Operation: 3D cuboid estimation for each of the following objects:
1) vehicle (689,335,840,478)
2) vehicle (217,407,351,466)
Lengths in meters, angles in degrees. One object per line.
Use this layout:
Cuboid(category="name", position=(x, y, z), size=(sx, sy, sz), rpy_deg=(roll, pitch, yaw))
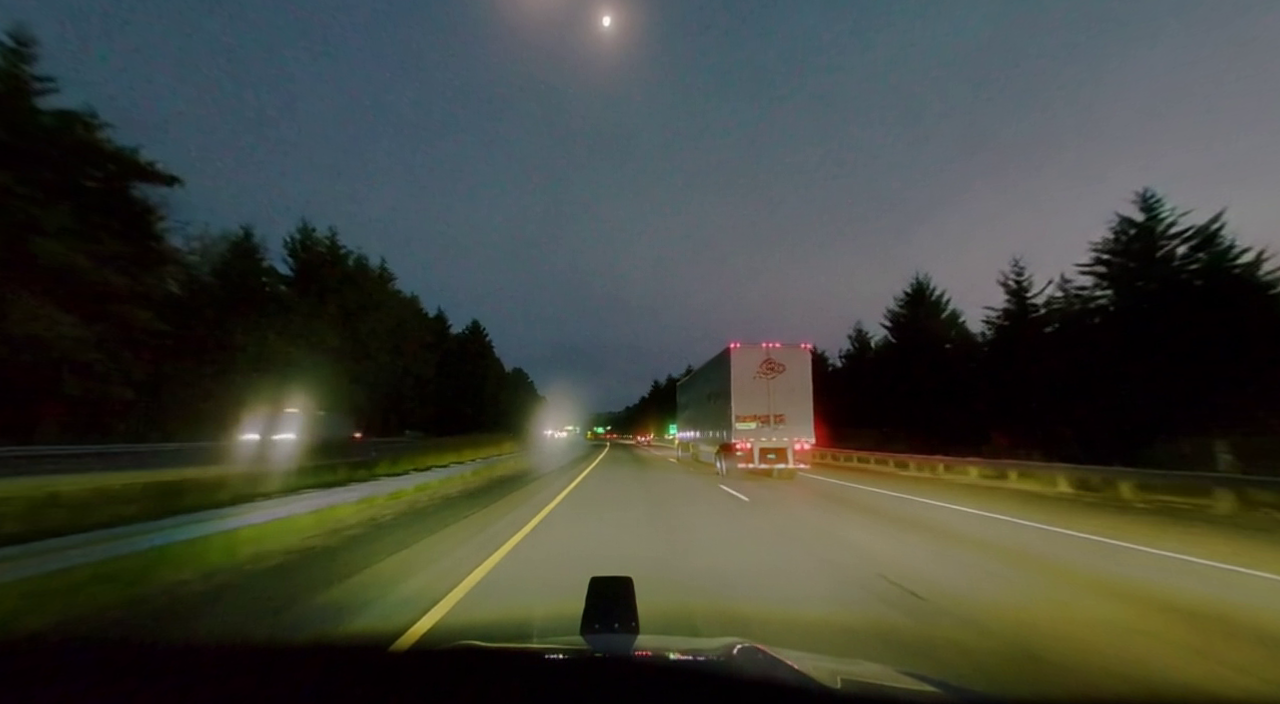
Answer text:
Cuboid(category="vehicle", position=(3.995, 2.370, 24.197), size=(2.974, 4.003, 12.849), rpy_deg=(1, -8, -1))
Cuboid(category="vehicle", position=(-12.924, 3.135, 23.388), size=(2.082, 1.934, 5.144), rpy_deg=(0, -8, -1))
